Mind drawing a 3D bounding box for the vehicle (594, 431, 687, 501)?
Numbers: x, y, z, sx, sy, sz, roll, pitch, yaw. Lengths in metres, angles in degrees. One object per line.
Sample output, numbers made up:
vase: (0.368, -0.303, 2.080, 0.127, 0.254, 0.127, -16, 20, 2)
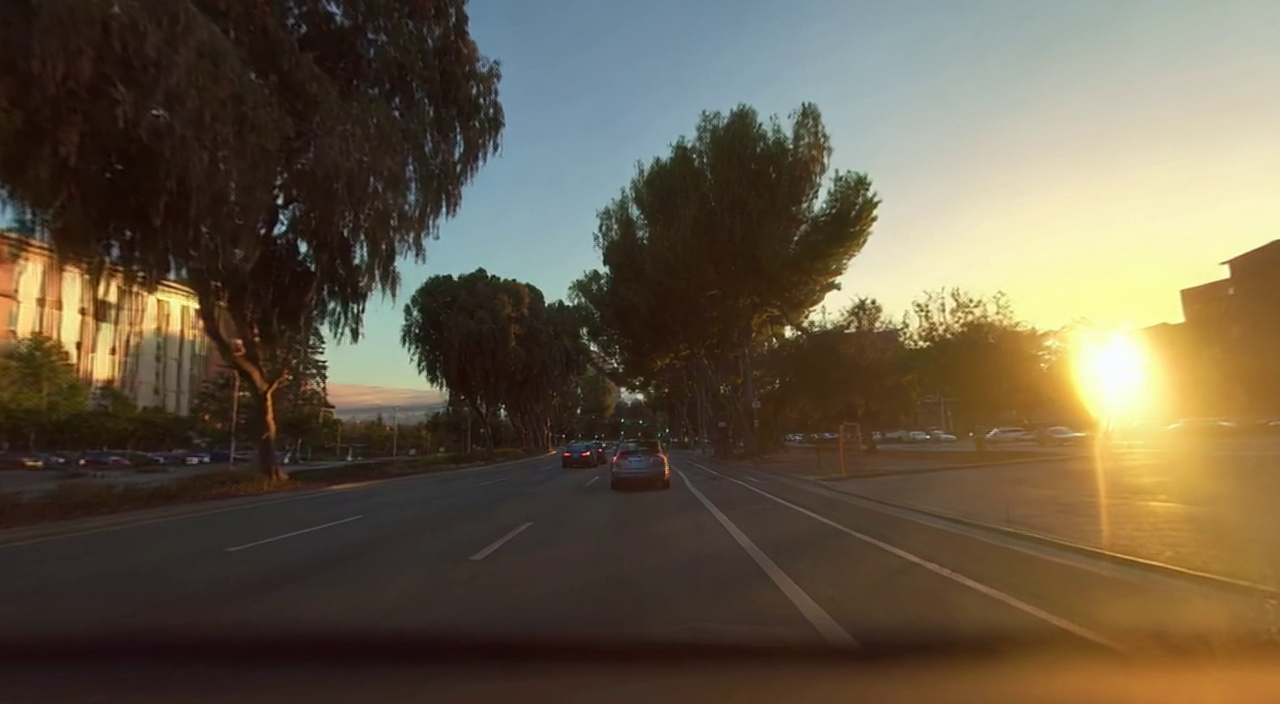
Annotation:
vehicle: (0.027, 3.028, 17.192, 2.199, 1.652, 4.101, 0, -8, 1)

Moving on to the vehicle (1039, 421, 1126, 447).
vehicle: (31.901, 5.969, 45.694, 4.903, 1.767, 2.105, -5, -10, 31)

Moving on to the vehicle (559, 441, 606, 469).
vehicle: (-3.169, 5.813, 35.705, 1.942, 1.462, 4.905, -1, -8, 3)
